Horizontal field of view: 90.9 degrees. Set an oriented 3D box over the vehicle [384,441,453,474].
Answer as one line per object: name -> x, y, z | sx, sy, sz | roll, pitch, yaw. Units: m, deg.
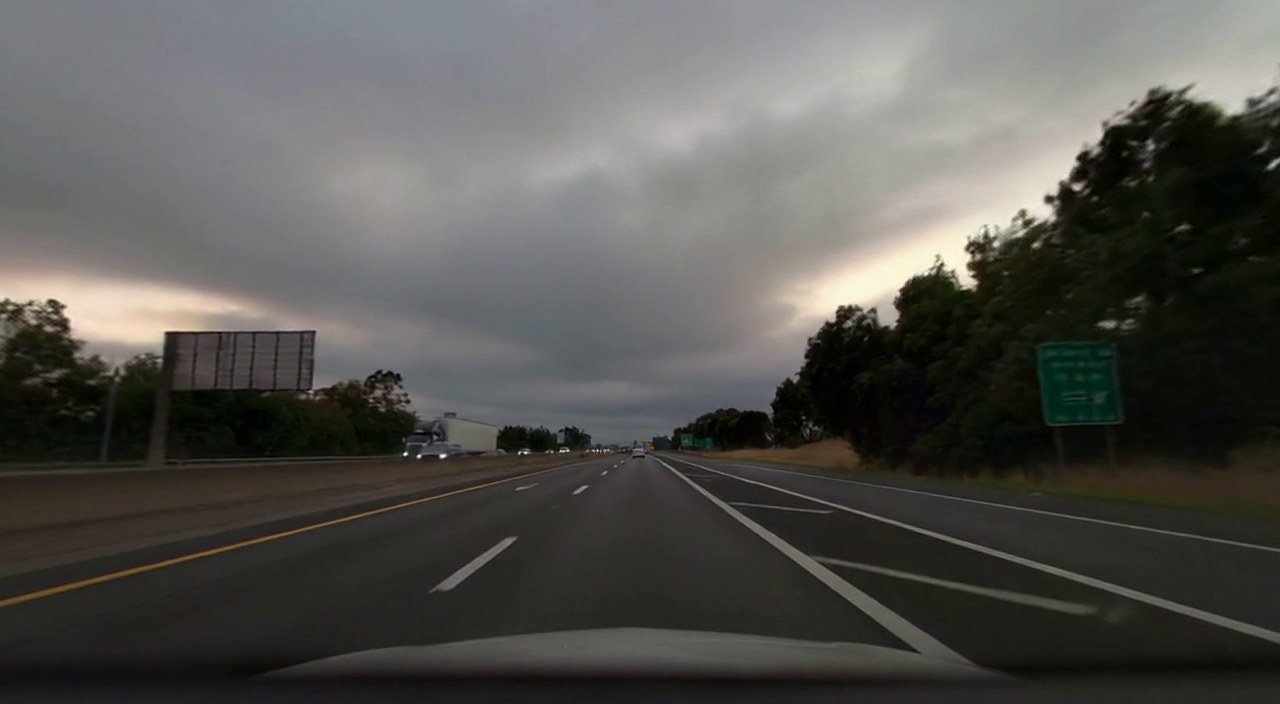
vehicle -> -12.216, 5.823, 35.065 | 2.033, 1.695, 4.787 | 0, -9, 1
